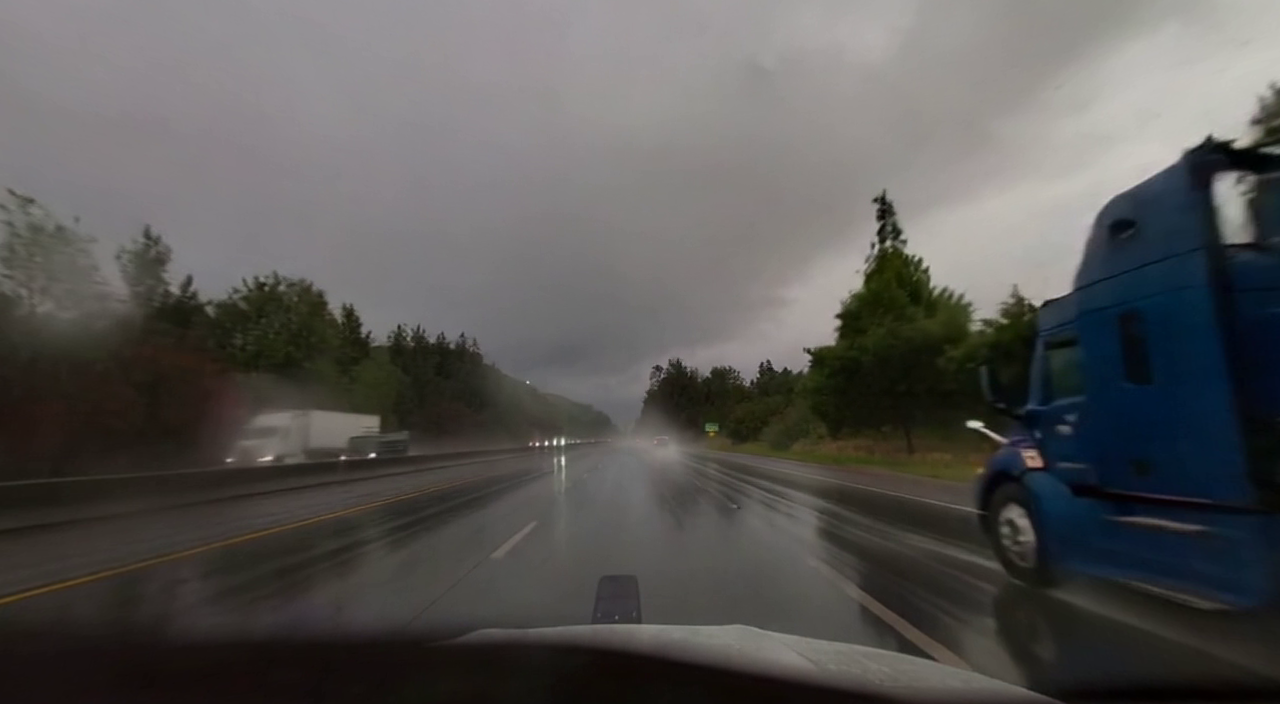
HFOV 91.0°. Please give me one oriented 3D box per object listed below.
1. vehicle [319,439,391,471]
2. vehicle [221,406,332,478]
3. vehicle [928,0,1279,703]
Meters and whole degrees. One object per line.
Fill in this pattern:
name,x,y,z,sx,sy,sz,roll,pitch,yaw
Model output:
vehicle,-16.654,6.008,37.041,2.036,1.742,4.794,0,-8,-1
vehicle,-21.417,5.335,37.560,3.006,3.901,5.946,-1,-8,-1
vehicle,4.004,-0.053,1.506,2.766,3.349,7.796,0,-8,-1
